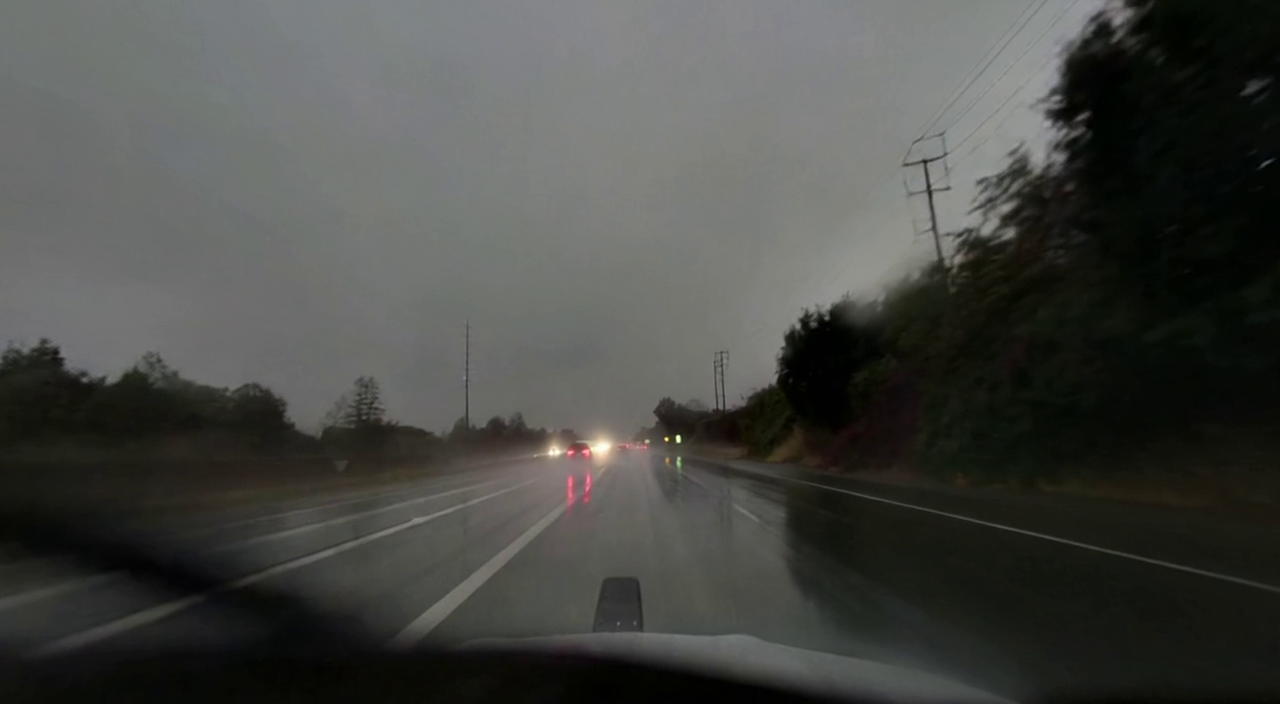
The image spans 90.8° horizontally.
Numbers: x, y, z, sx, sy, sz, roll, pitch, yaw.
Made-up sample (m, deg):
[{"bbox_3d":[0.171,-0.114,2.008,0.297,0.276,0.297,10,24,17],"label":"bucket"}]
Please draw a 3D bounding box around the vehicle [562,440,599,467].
[{"bbox_3d":[-4.172,7.182,44.964,2.130,1.823,4.761,0,-8,1],"label":"vehicle"}]
